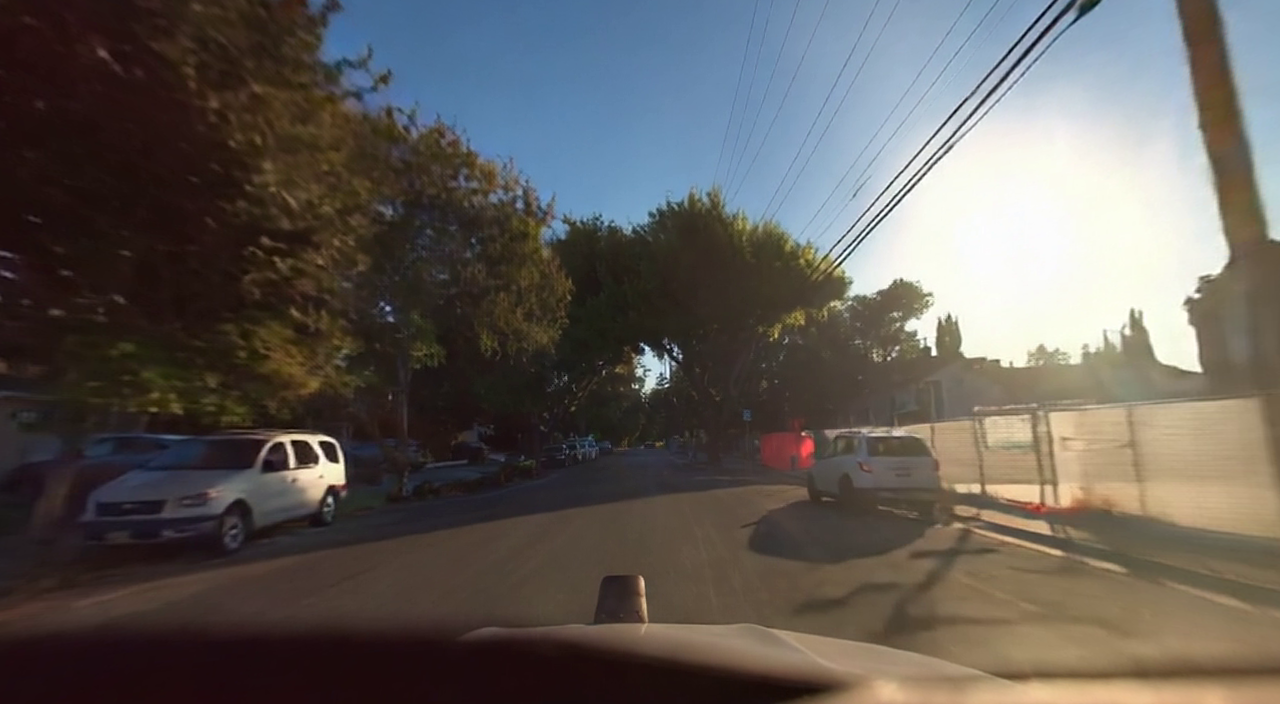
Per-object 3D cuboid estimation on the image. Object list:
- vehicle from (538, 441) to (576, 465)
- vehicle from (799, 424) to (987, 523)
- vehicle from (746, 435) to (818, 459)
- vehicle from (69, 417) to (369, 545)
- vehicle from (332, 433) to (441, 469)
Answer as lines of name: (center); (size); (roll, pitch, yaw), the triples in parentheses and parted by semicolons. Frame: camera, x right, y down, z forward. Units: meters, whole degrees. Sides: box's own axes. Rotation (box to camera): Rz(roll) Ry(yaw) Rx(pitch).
vehicle: (-5.745, 7.075, 44.231); (1.771, 1.512, 4.281); (1, -9, 4)
vehicle: (4.546, 2.233, 12.145); (1.902, 1.542, 4.099); (0, -8, 0)
vehicle: (10.722, 7.202, 47.958); (4.920, 1.759, 1.998); (1, -8, -1)
vehicle: (-7.021, 2.181, 11.360); (2.055, 1.806, 4.540); (-1, -8, 3)
vehicle: (-13.069, 5.133, 32.778); (4.752, 1.734, 1.998); (0, -8, 2)
